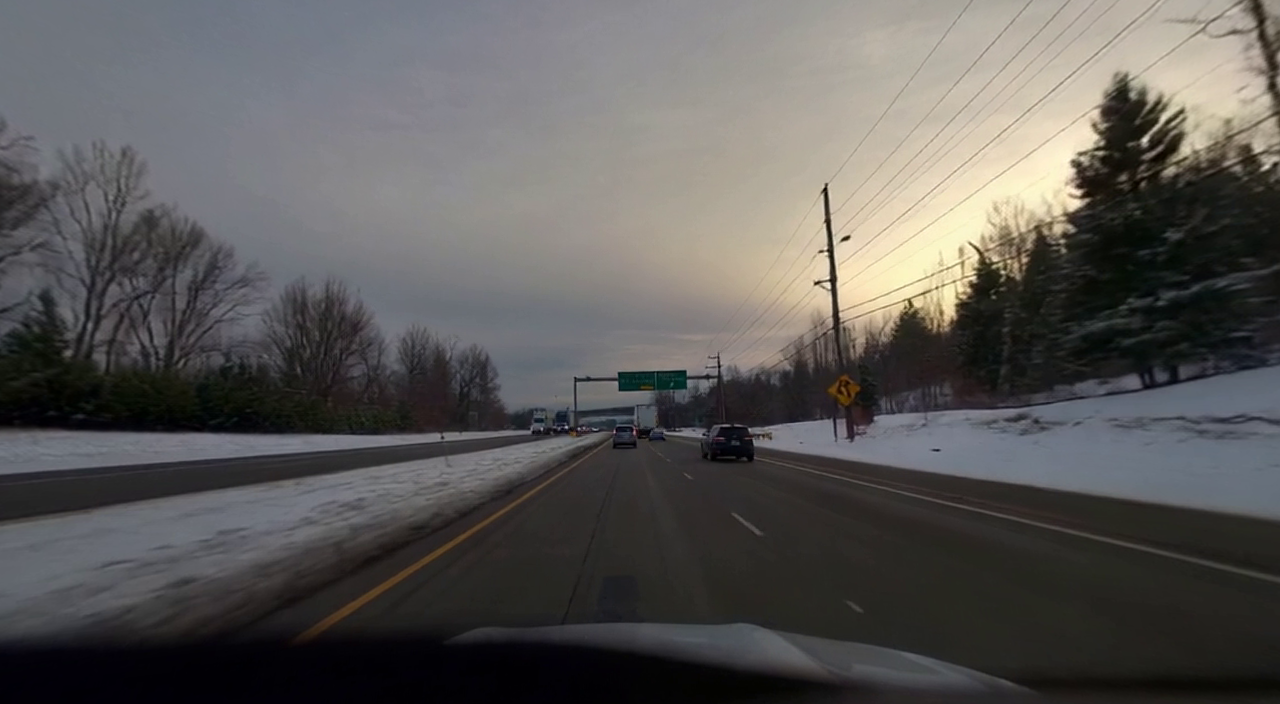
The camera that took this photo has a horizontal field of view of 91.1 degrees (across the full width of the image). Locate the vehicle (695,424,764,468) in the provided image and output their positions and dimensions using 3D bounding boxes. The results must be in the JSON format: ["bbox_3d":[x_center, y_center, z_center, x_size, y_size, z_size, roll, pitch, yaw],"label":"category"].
[{"bbox_3d":[3.412,3.657,24.695,2.062,1.581,3.914,0,-8,-1],"label":"vehicle"}]

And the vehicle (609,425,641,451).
[{"bbox_3d":[-0.982,5.678,41.452,2.019,1.642,3.790,0,-8,-1],"label":"vehicle"}]
